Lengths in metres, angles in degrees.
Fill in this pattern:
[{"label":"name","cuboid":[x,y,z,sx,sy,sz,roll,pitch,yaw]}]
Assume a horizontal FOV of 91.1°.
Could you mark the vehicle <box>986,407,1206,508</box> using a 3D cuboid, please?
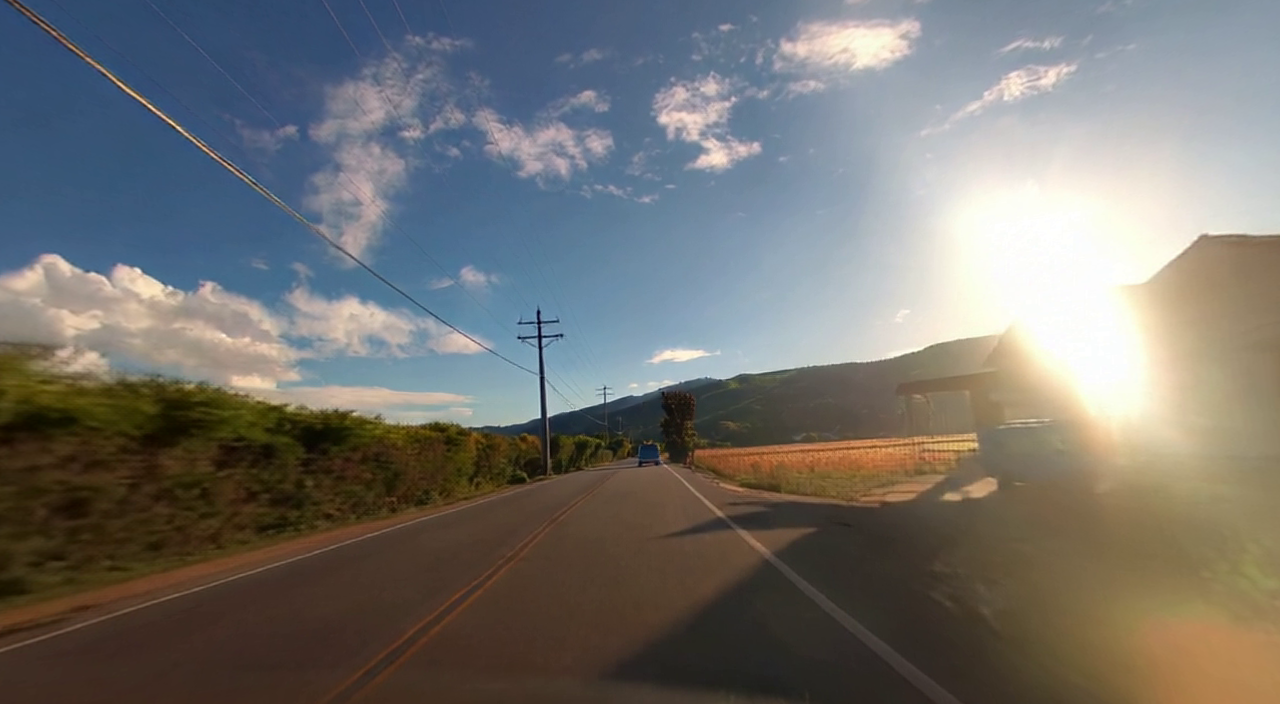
[{"label":"vehicle","cuboid":[10.602,2.487,15.209,2.077,1.919,4.690,-4,-8,6]}]
